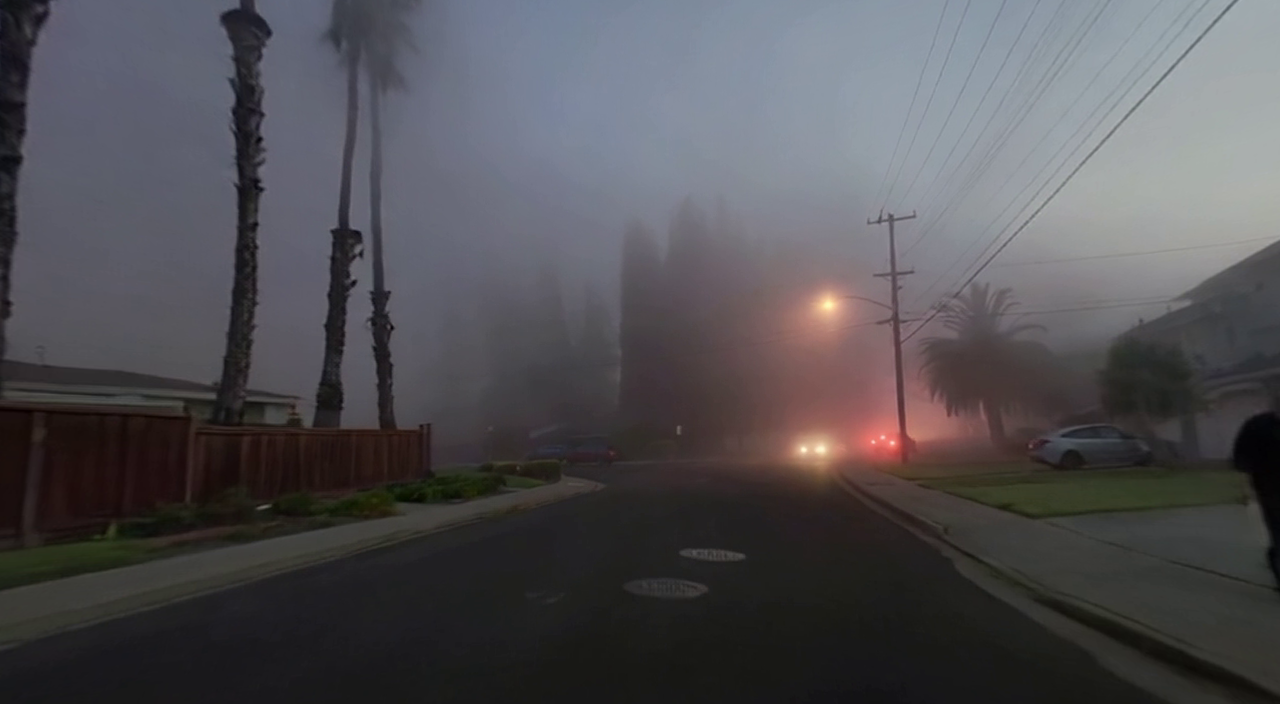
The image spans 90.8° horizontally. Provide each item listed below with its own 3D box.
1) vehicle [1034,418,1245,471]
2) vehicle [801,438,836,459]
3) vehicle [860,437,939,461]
[{"bbox_3d":[15.324,2.882,19.684,4.641,1.498,2.001,-1,-9,10],"label":"vehicle"},{"bbox_3d":[14.191,7.631,49.982,1.955,1.632,3.688,-4,-10,26],"label":"vehicle"},{"bbox_3d":[16.593,6.240,40.442,4.531,1.447,1.814,-4,-10,23],"label":"vehicle"}]
